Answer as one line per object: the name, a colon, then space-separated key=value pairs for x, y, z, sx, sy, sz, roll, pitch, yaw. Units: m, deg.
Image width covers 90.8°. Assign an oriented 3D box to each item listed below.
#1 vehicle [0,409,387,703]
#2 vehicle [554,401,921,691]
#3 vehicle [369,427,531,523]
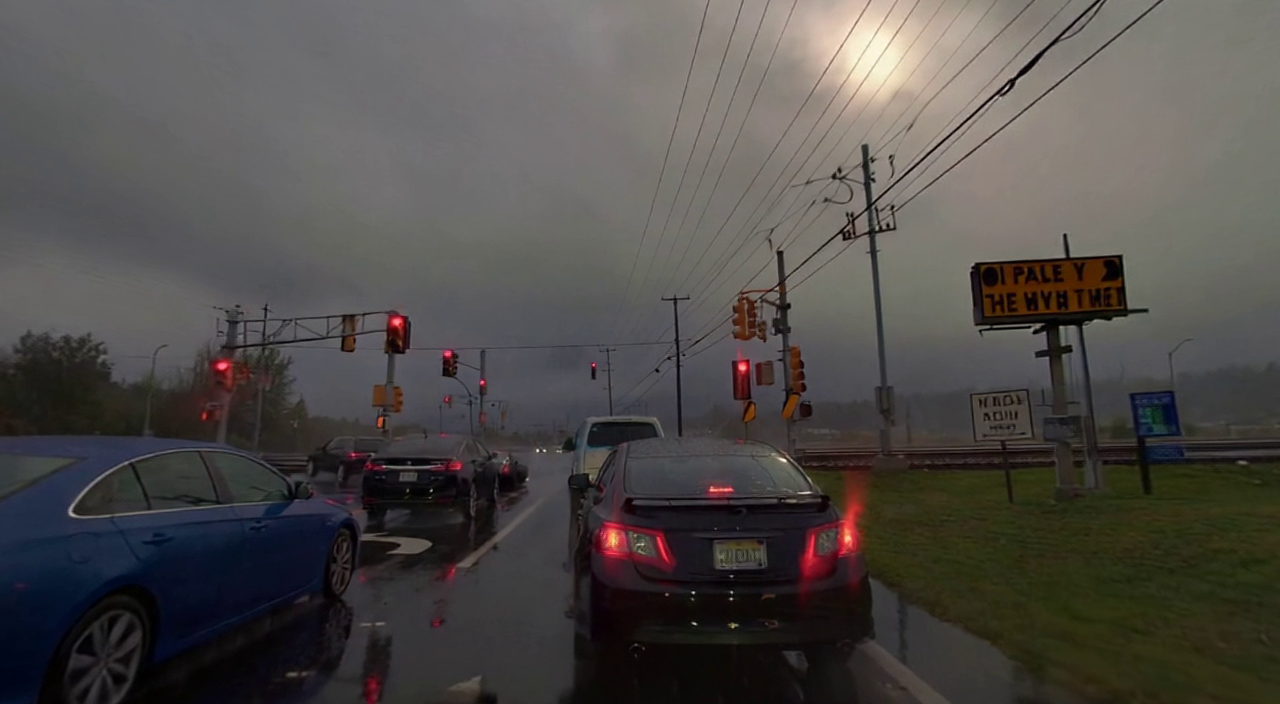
vehicle: x=-3.709 y=1.249 z=4.450 sx=1.956 sy=1.468 sz=4.585 roll=0 pitch=-9 yaw=0
vehicle: x=0.413 y=1.334 z=5.461 sx=1.998 sy=1.529 sz=3.960 roll=1 pitch=-9 yaw=-4
vehicle: x=-3.353 y=2.254 z=12.073 sx=1.984 sy=1.505 sz=3.982 roll=0 pitch=-9 yaw=-2
